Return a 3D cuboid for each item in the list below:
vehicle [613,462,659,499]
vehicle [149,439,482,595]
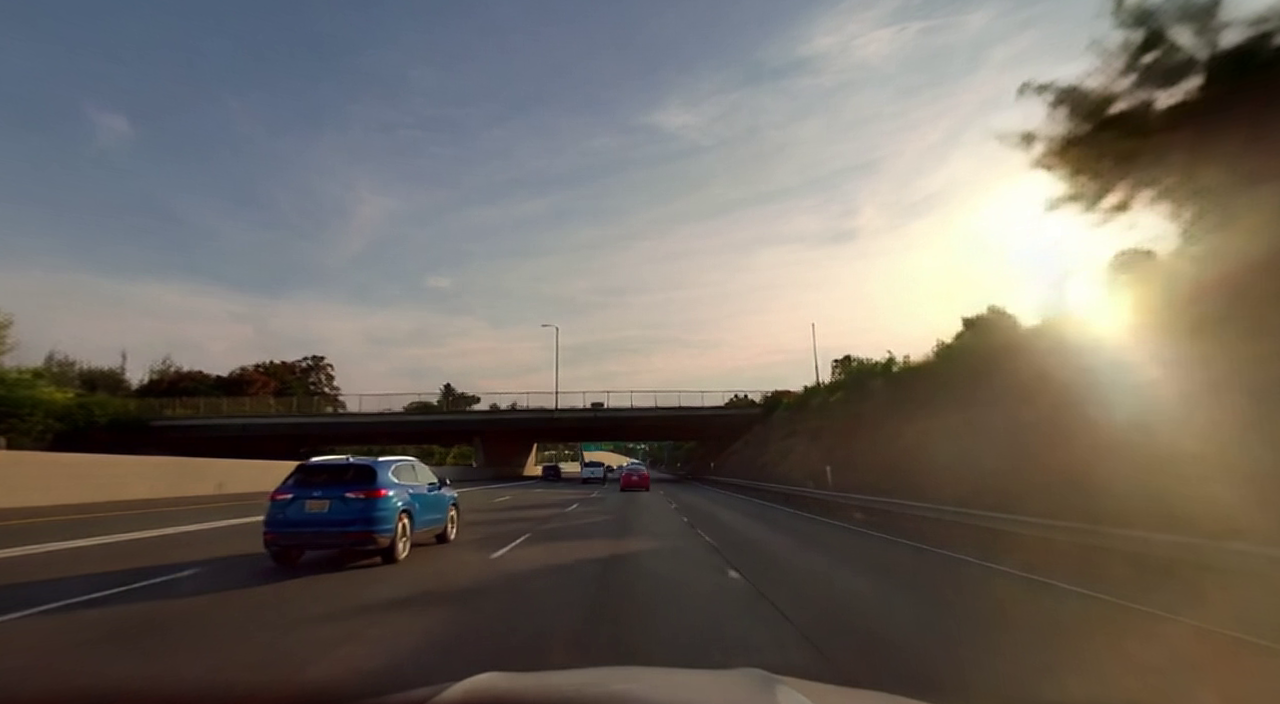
[{"bbox_3d":[-0.223,5.976,29.483,1.992,1.601,3.762,1,-10,-1],"label":"vehicle"},{"bbox_3d":[-3.880,2.105,8.778,2.102,1.521,4.687,1,-10,0],"label":"vehicle"}]
